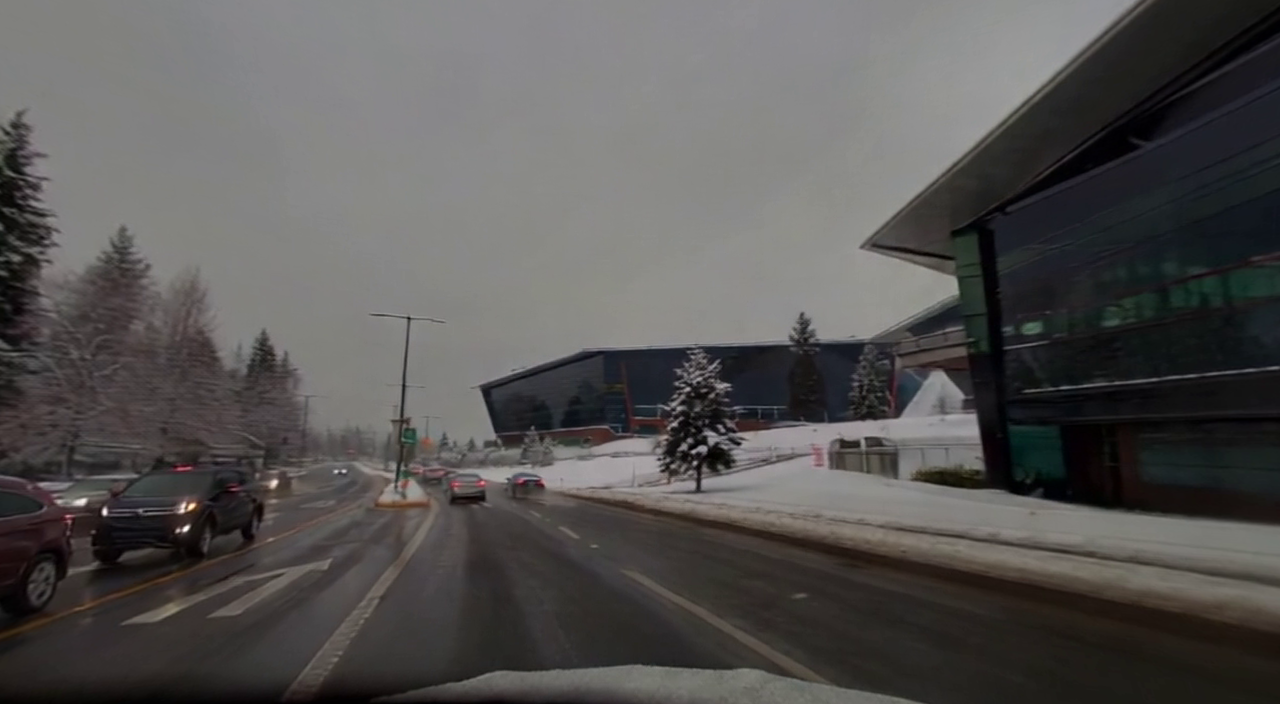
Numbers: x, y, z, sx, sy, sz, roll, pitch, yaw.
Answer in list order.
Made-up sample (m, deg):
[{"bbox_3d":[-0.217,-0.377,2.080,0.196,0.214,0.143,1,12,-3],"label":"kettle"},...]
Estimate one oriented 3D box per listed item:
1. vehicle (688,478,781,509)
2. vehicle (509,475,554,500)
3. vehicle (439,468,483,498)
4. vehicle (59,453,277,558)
[{"bbox_3d":[4.758,7.190,31.917,4.302,1.456,1.832,2,-11,-10],"label":"vehicle"},{"bbox_3d":[-5.662,6.992,32.563,1.775,1.186,2.933,4,-11,-19],"label":"vehicle"},{"bbox_3d":[-9.790,7.121,34.243,2.005,1.498,3.643,4,-11,-19],"label":"vehicle"},{"bbox_3d":[-9.252,3.011,12.908,2.011,1.701,4.519,4,-11,-17],"label":"vehicle"}]
